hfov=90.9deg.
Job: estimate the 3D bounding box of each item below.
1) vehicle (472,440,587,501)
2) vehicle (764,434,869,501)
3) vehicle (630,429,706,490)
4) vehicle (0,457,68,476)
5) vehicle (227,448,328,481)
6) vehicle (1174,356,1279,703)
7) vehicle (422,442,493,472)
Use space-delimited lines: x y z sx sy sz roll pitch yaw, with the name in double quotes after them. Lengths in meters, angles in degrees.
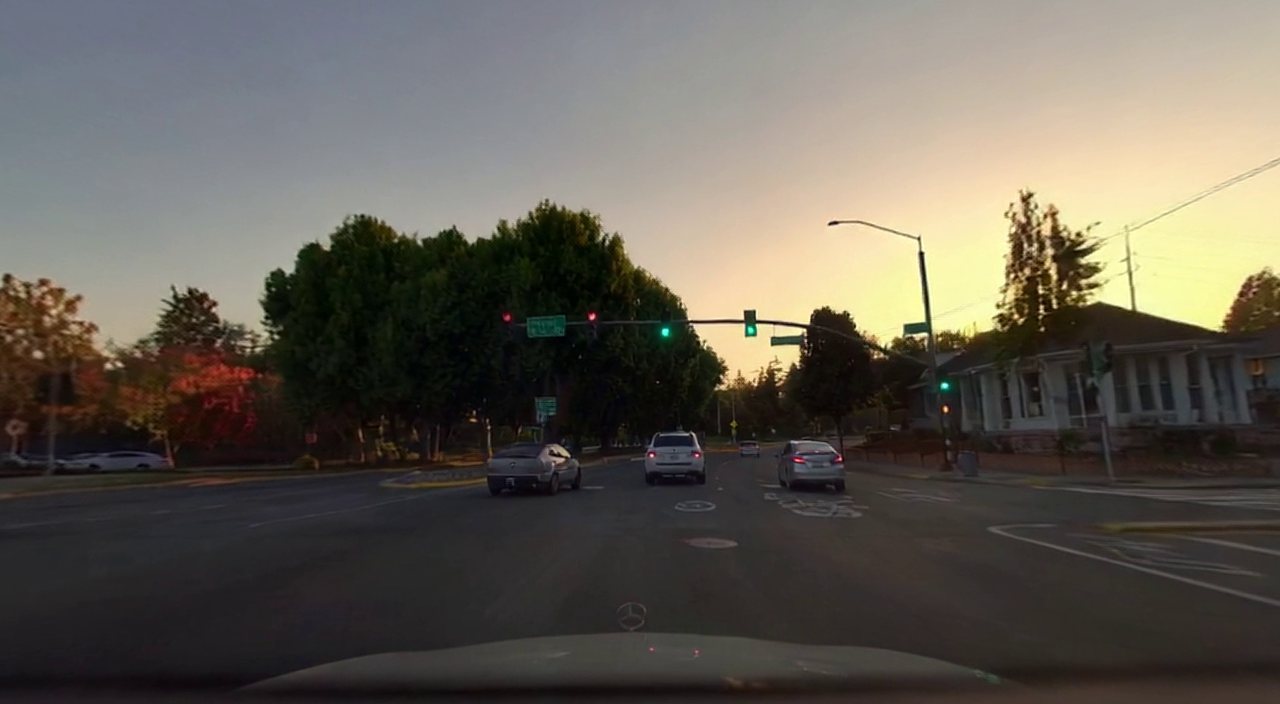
-2.901 3.235 17.709 2.006 1.464 4.586 -1 -9 5 "vehicle"
4.423 2.940 16.364 1.859 1.540 3.454 -1 -9 3 "vehicle"
1.031 3.501 20.847 2.250 1.768 4.574 -1 -9 5 "vehicle"
-47.336 8.918 49.212 3.648 1.387 1.853 -1 -9 7 "vehicle"
-17.381 5.385 30.546 1.869 1.449 4.417 -1 -9 7 "vehicle"
3.481 0.541 0.445 2.106 1.636 4.655 0 -9 0 "vehicle"
-9.898 5.725 34.605 2.009 1.527 4.534 -2 -9 9 "vehicle"
